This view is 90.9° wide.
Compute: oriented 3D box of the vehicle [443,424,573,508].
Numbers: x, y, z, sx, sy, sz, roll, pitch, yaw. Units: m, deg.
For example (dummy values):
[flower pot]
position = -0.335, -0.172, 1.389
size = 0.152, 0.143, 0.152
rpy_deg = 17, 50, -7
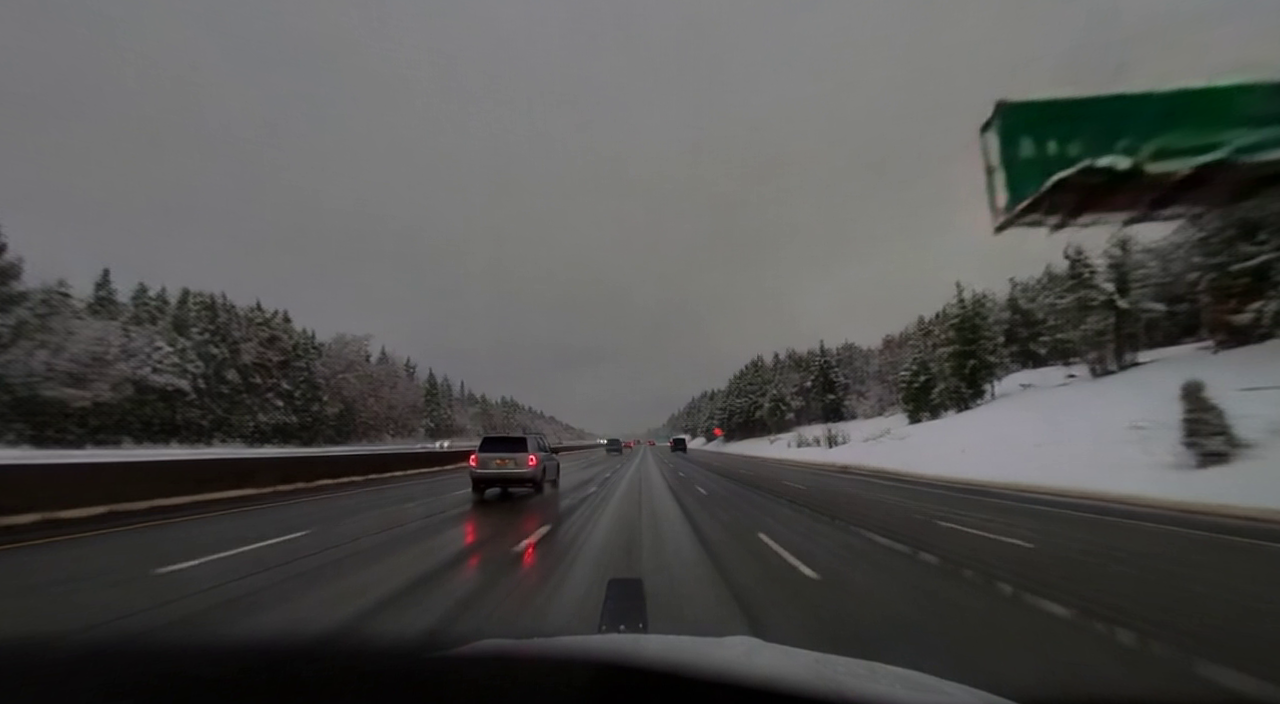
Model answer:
[vehicle]
position = -3.186, 2.909, 16.456
size = 2.218, 1.848, 4.789
rpy_deg = 0, -9, 2
